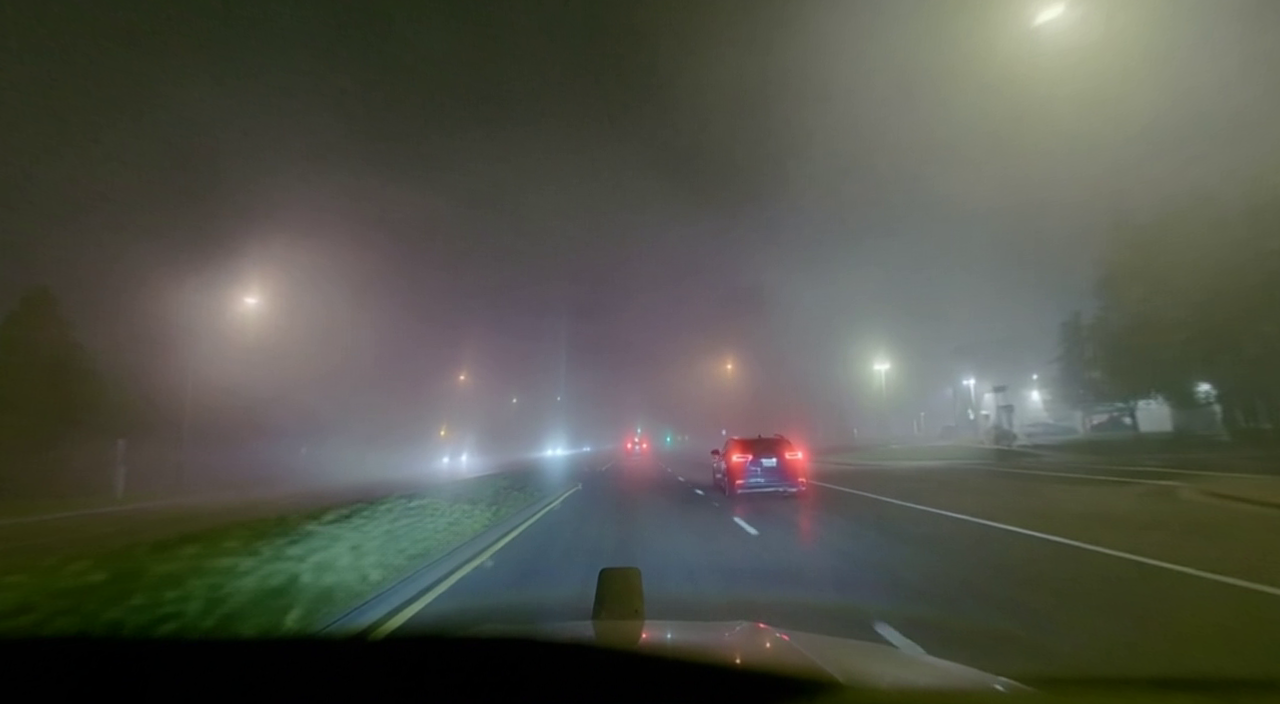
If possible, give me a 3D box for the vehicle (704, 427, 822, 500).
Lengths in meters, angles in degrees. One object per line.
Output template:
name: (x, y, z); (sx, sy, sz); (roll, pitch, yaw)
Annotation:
vehicle: (2.997, 2.851, 16.585); (1.995, 1.616, 4.729); (0, -8, -2)
